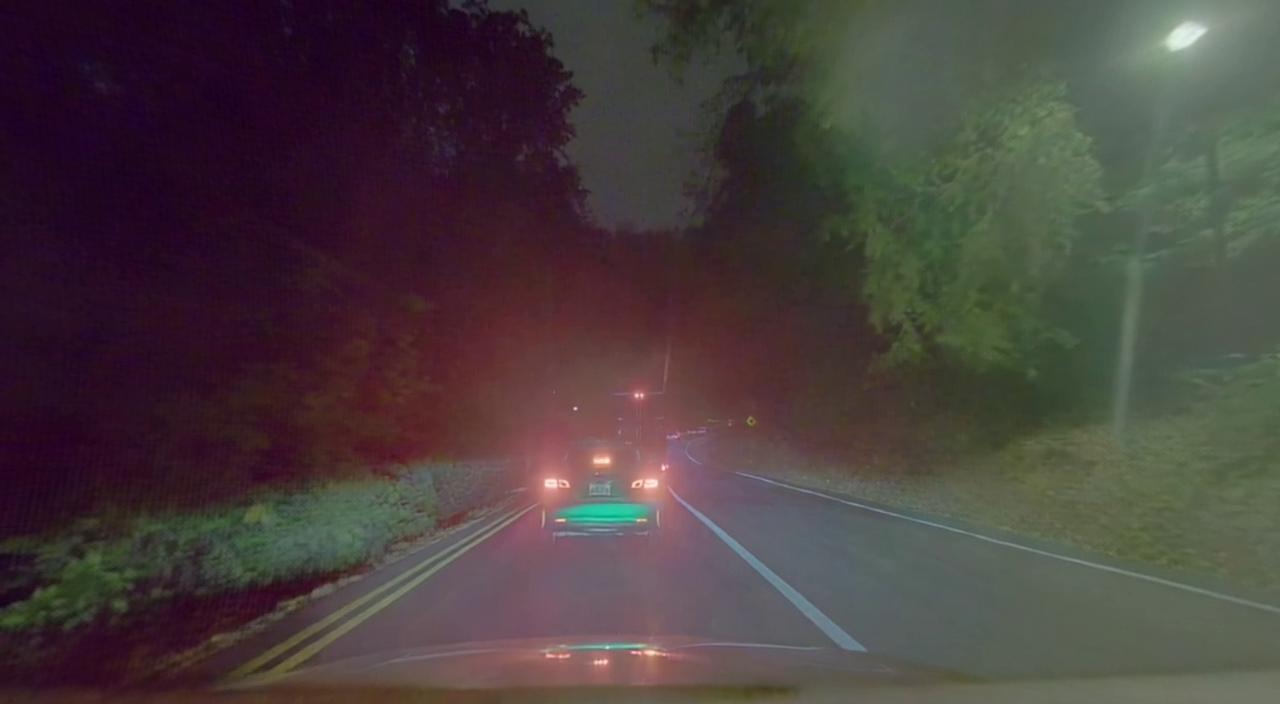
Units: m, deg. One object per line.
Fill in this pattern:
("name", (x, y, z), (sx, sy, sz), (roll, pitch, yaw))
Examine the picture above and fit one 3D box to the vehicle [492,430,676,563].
("vehicle", (-0.620, 1.943, 9.211), (2.076, 1.490, 4.078), (0, -9, 0))
